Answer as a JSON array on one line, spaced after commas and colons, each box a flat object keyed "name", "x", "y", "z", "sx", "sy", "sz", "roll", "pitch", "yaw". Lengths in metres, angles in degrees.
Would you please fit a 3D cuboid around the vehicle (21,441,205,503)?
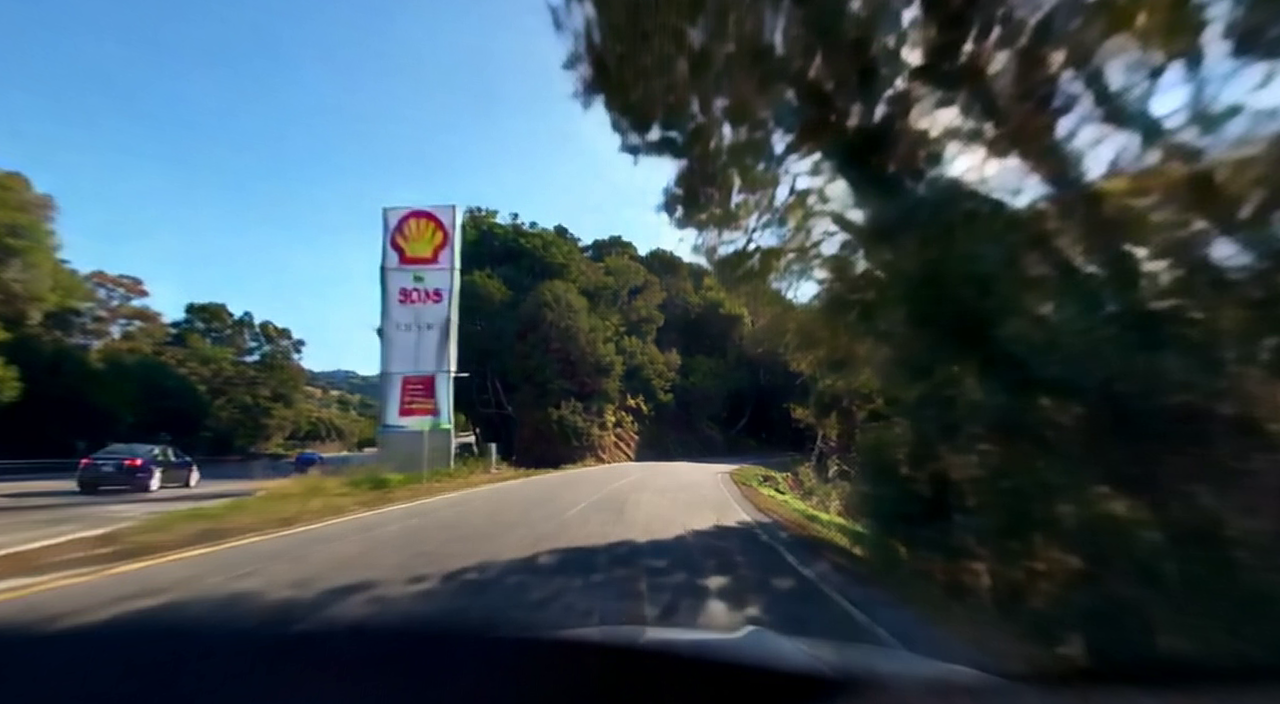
[{"name": "vehicle", "x": -15.120, "y": 3.447, "z": 18.555, "sx": 2.015, "sy": 1.517, "sz": 4.991, "roll": 2, "pitch": -9, "yaw": -13}]
